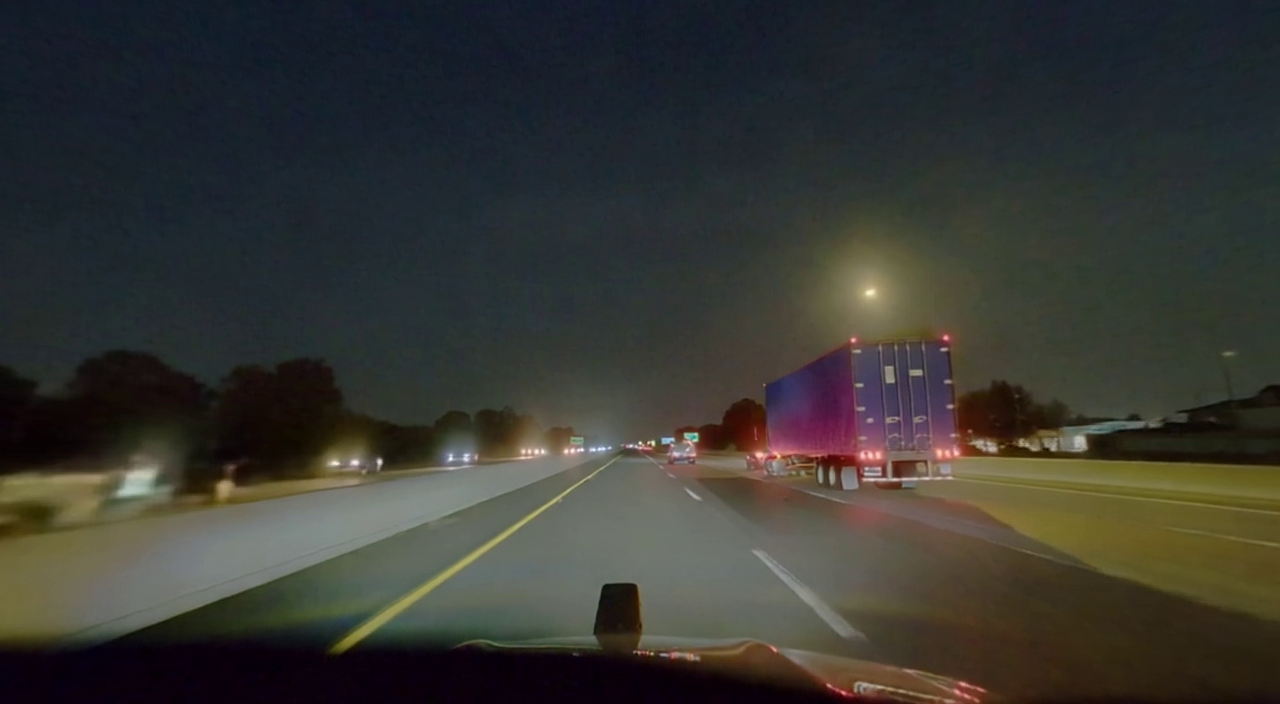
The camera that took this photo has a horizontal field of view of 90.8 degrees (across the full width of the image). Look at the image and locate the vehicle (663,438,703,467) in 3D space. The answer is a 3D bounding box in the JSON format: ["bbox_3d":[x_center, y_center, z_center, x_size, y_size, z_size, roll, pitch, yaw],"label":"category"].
[{"bbox_3d":[2.847,6.824,43.097,2.258,1.824,4.908,0,-9,-1],"label":"vehicle"}]

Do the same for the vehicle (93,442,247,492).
[{"bbox_3d":[-18.643,4.567,25.512,2.113,1.784,5.421,0,-9,-1],"label":"vehicle"}]

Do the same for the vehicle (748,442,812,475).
[{"bbox_3d":[6.567,5.044,30.133,2.009,1.456,4.097,0,-9,-1],"label":"vehicle"}]

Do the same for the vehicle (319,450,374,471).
[{"bbox_3d":[-22.560,8.345,48.743,1.912,1.513,5.034,0,-9,-1],"label":"vehicle"}]
